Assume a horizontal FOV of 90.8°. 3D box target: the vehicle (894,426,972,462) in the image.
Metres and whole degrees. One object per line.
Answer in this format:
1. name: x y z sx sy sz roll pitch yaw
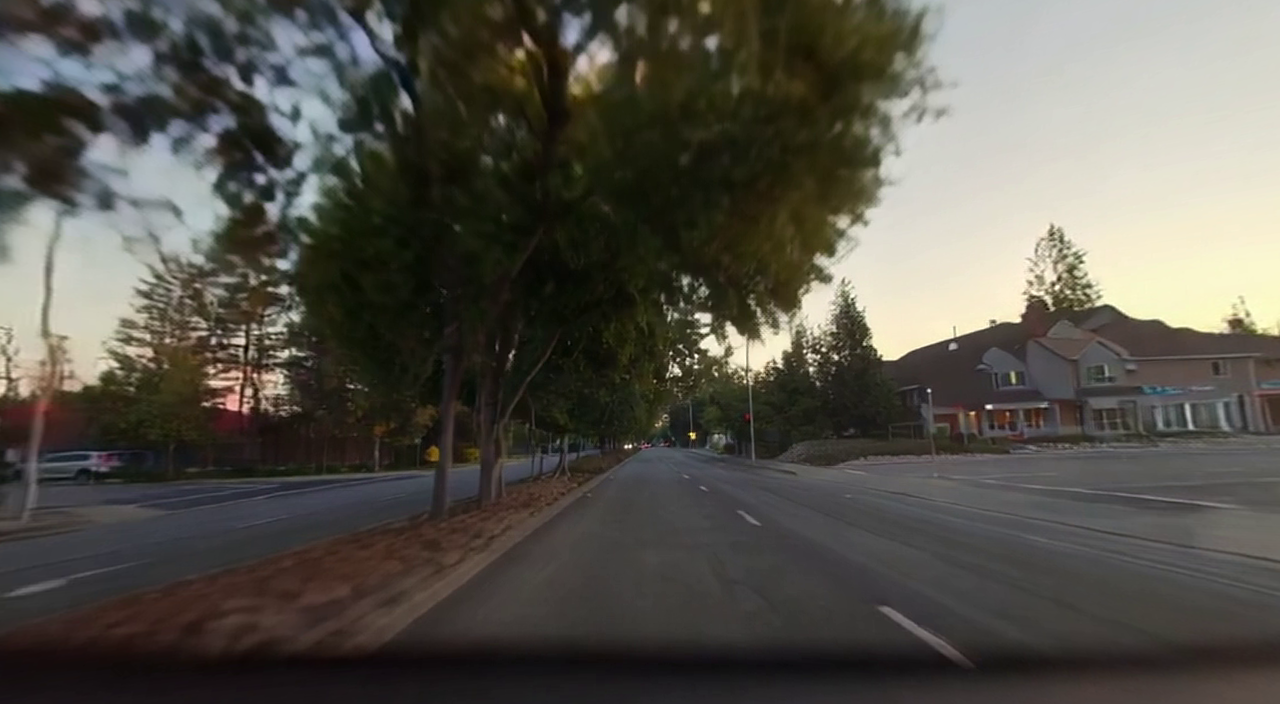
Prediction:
1. vehicle: 17.344 5.442 37.711 2.314 1.921 5.069 -1 -7 2

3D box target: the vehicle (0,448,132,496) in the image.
1. vehicle: -30.654 6.236 33.105 5.937 2.345 2.252 0 -9 -1
